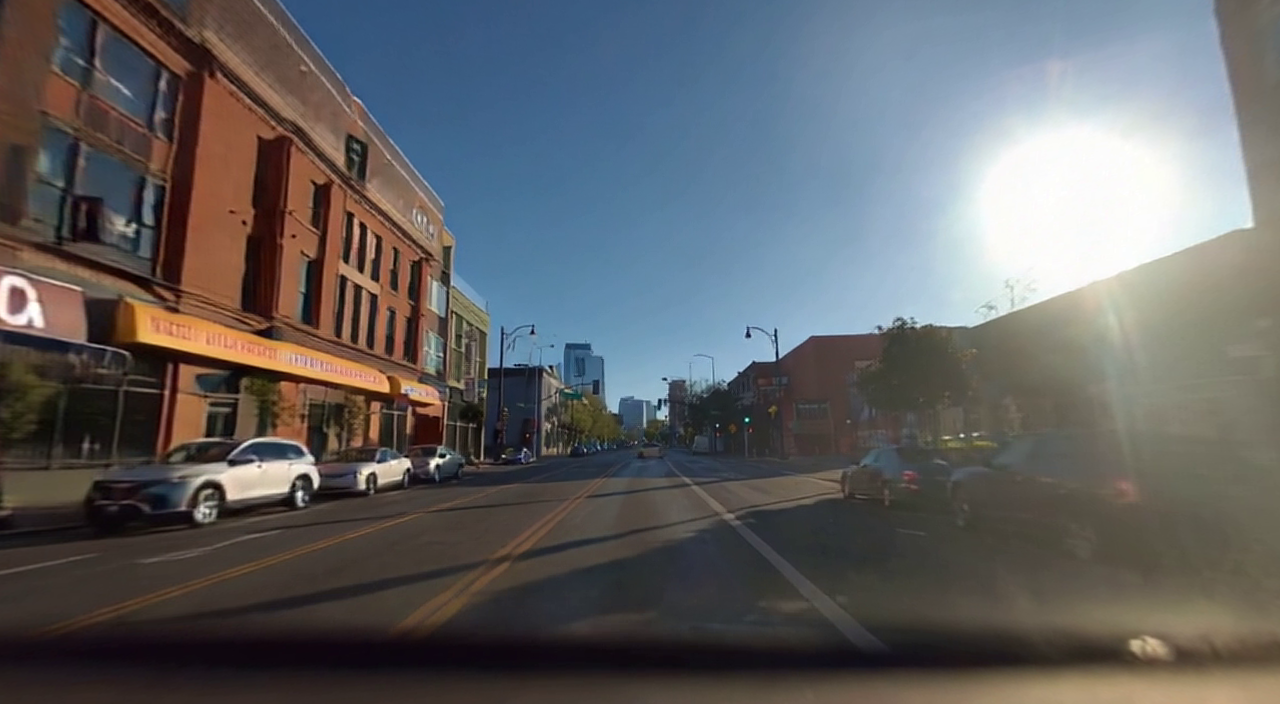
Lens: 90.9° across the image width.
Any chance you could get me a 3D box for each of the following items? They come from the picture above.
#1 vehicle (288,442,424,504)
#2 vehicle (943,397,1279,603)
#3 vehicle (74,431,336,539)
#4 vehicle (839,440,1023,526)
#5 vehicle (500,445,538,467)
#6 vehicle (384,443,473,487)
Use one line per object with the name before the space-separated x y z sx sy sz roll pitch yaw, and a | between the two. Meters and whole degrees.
vehicle | -8.891 3.792 20.350 2.004 1.709 4.941 0 -8 1
vehicle | 5.941 1.668 8.075 1.922 1.871 4.477 0 -8 1
vehicle | -8.821 2.704 13.531 2.140 1.861 4.801 -1 -9 1
vehicle | 6.139 2.774 14.054 1.989 1.571 4.607 0 -8 1
vehicle | -8.849 7.620 46.342 1.908 1.529 4.522 0 -8 -1
vehicle | -8.646 4.640 26.300 1.961 1.627 4.634 -1 -8 2
